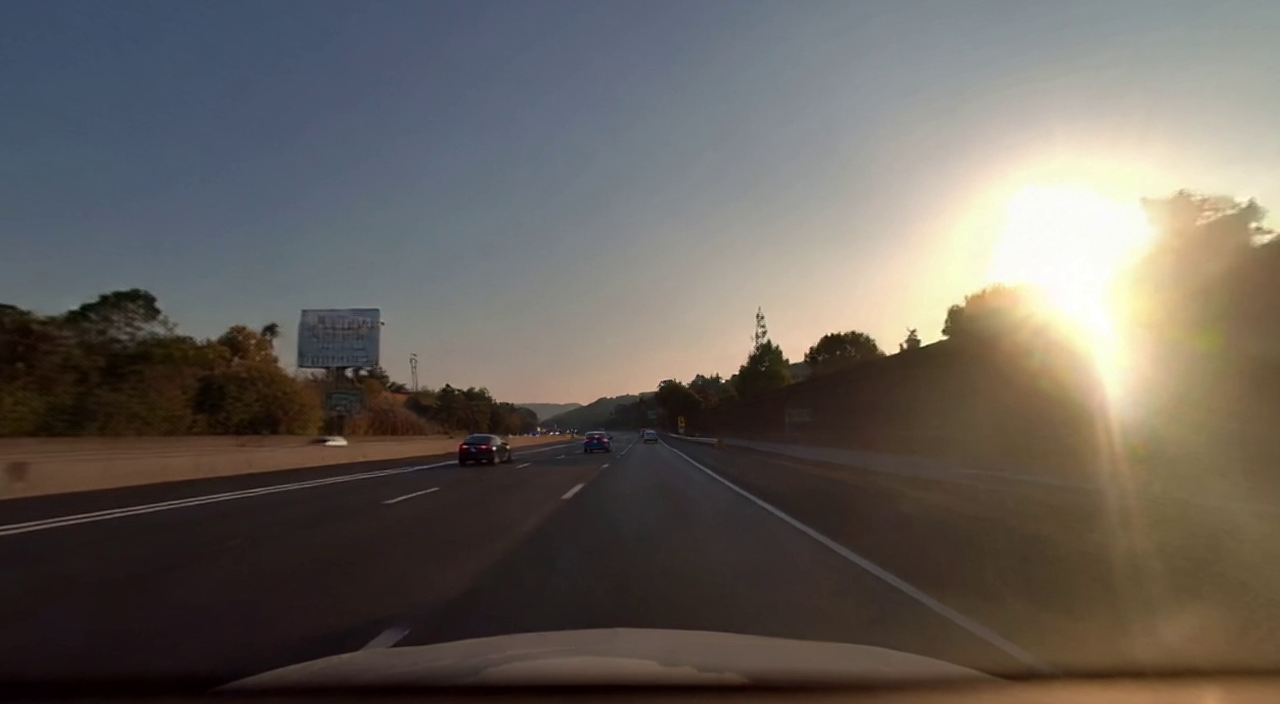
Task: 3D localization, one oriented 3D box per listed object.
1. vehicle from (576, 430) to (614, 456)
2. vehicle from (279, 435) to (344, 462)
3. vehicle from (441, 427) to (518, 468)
[{"bbox_3d":[-2.888,5.977,41.356,2.064,1.571,4.225,0,-8,1],"label":"vehicle"},{"bbox_3d":[-23.774,6.969,45.725,2.071,1.800,4.743,0,-8,1],"label":"vehicle"},{"bbox_3d":[-6.882,4.127,27.499,2.113,1.632,4.409,0,-8,1],"label":"vehicle"}]
